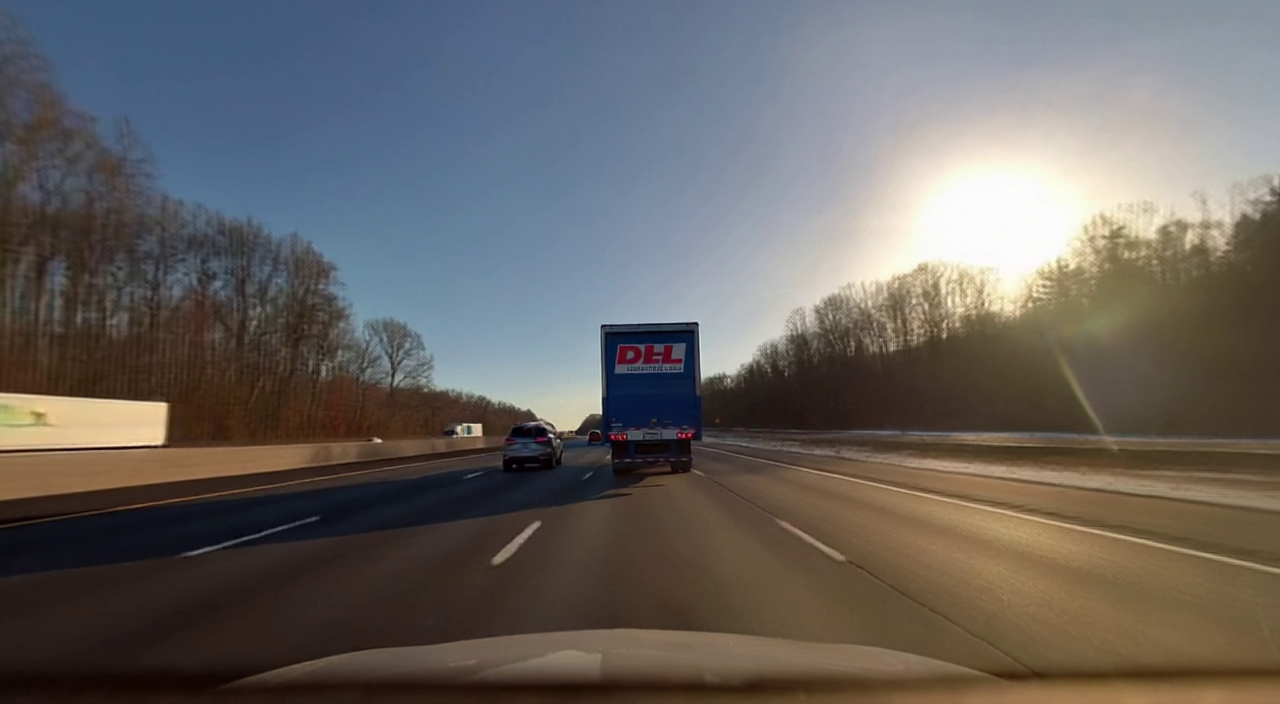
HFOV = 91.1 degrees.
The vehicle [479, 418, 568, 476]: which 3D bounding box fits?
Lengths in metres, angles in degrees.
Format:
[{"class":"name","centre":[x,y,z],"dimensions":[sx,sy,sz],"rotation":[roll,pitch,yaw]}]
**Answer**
[{"class":"vehicle","centre":[-3.971,3.343,22.427],"dimensions":[2.394,1.787,5.186],"rotation":[0,-8,-2]}]

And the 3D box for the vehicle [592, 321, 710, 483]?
[{"class":"vehicle","centre":[0.181,1.864,20.800],"dimensions":[3.011,4.211,8.926],"rotation":[0,-8,-1]}]

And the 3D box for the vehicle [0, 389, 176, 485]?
[{"class":"vehicle","centre":[-30.579,4.099,30.275],"dimensions":[3.258,4.291,17.587],"rotation":[0,-8,0]}]
